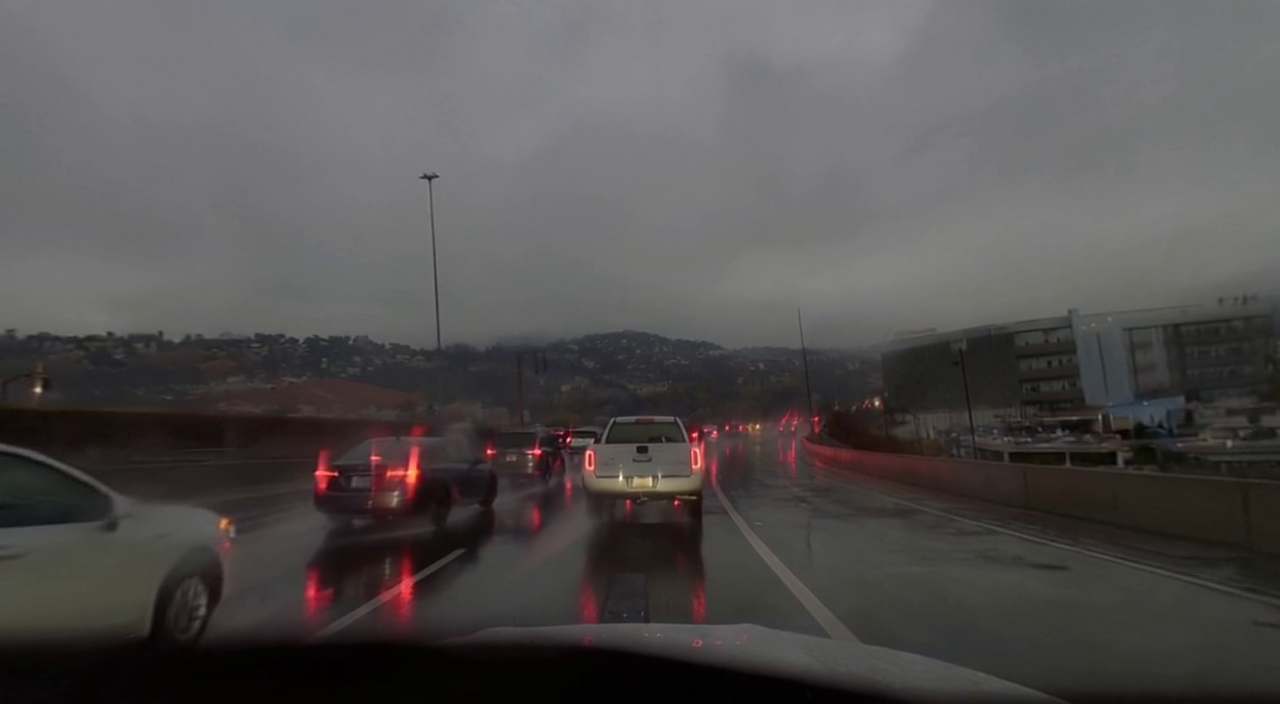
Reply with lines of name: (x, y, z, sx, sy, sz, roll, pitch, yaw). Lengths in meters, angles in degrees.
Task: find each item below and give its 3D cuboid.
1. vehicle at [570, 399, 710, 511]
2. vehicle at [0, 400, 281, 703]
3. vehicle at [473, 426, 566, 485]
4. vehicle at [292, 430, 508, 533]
vehicle: (0.074, 2.367, 14.807, 2.616, 2.063, 5.933, 0, -9, 1)
vehicle: (-3.741, 0.870, 2.143, 1.998, 1.494, 5.020, 0, -9, 1)
vehicle: (-3.818, 3.380, 20.837, 1.953, 1.729, 4.377, 0, -9, 4)
vehicle: (-3.996, 2.223, 11.458, 2.087, 1.481, 4.225, 0, -9, 2)
